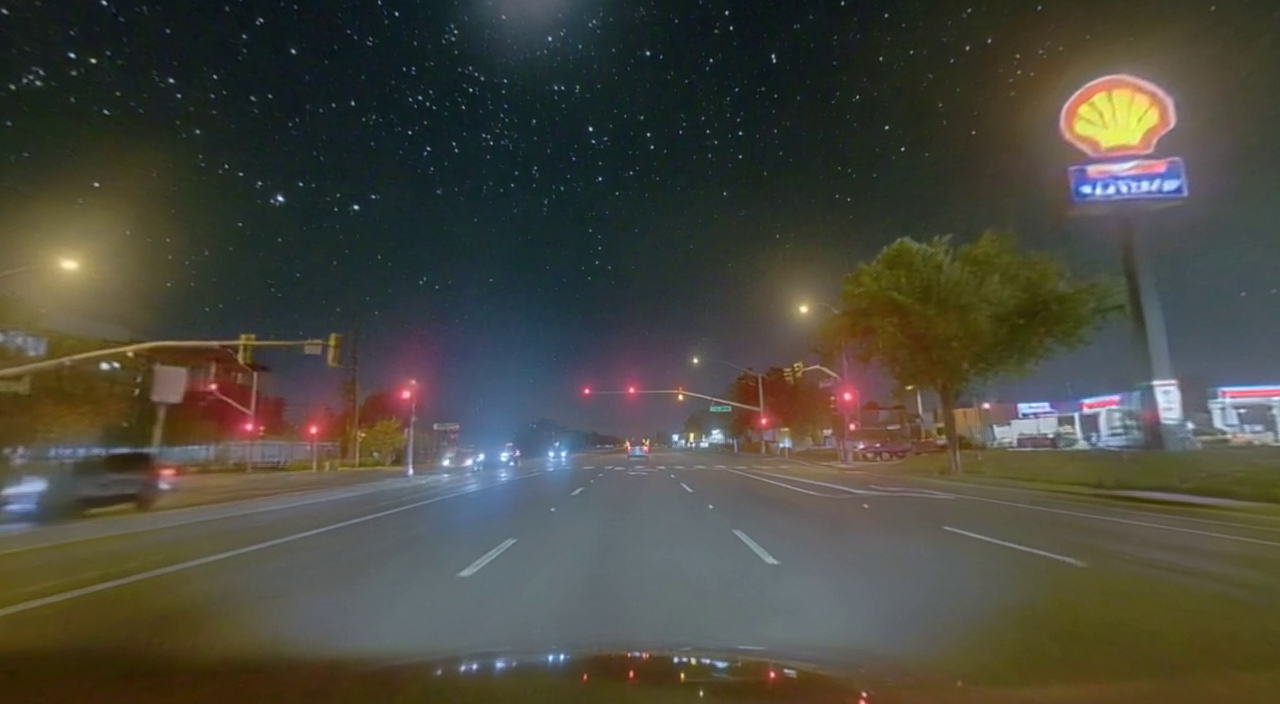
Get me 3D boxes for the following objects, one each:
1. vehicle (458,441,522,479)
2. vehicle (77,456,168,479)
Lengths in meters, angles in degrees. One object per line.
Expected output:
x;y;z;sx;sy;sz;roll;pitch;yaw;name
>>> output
-6.667;4.837;28.574;1.898;1.539;4.314;0;-8;-1;vehicle
-39.534;8.819;48.394;4.941;1.654;1.967;2;-9;-13;vehicle
